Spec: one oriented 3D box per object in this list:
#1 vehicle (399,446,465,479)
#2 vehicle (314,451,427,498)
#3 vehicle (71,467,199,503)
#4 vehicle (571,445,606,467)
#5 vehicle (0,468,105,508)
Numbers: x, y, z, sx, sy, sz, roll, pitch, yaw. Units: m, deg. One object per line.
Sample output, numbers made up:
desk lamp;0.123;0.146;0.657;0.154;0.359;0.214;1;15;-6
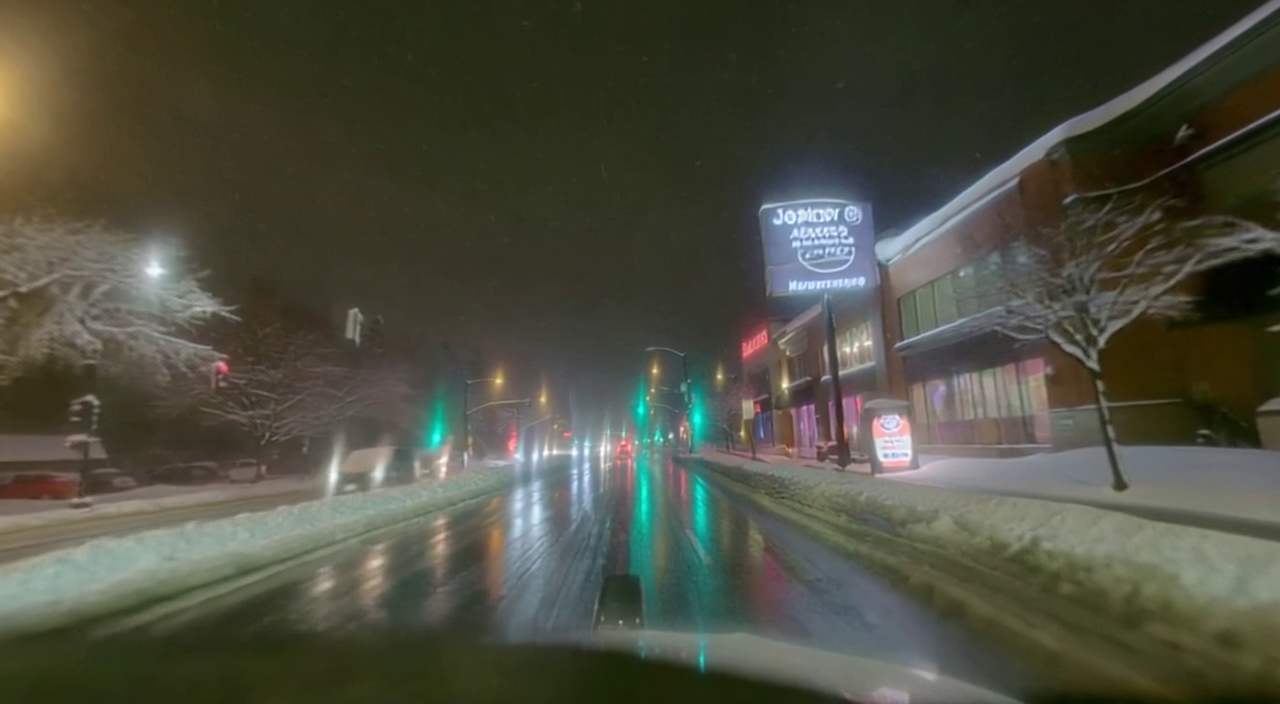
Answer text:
vehicle;-12.772;6.783;39.131;2.347;1.857;4.860;0;-9;1
vehicle;-9.402;4.267;22.484;2.050;1.457;4.338;0;-9;1
vehicle;-24.831;6.506;31.243;1.985;1.469;4.428;-5;-10;27
vehicle;-3.576;7.300;44.559;1.962;1.420;4.021;-1;-9;2
vehicle;-28.879;6.514;30.462;1.969;1.636;4.136;-5;-10;27
